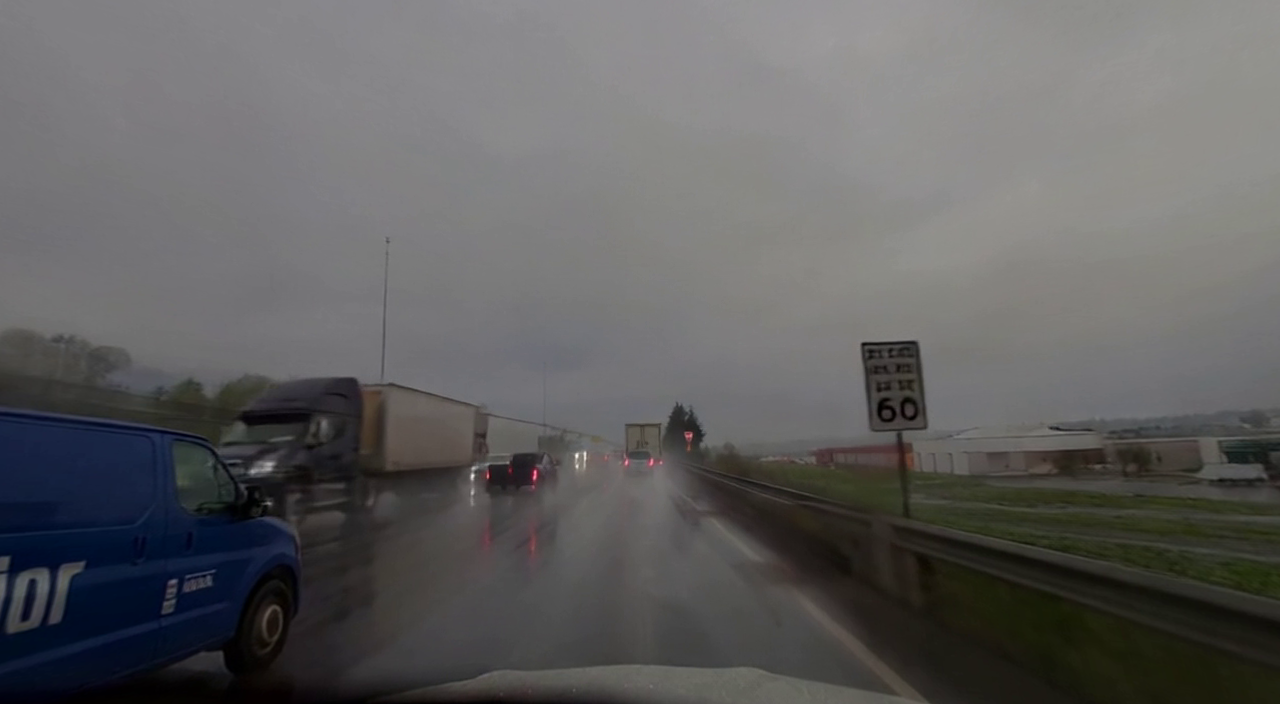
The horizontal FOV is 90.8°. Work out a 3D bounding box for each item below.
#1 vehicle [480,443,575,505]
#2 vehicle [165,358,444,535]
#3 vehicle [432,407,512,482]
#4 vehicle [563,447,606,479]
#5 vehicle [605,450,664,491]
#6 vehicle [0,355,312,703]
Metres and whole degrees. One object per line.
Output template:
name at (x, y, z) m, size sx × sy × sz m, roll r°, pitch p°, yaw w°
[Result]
vehicle at (-3.151, 3.501, 18.559) m, size 1.937 × 1.600 × 4.141 m, roll 0°, pitch -9°, yaw 1°
vehicle at (-6.888, 2.117, 14.376) m, size 2.633 × 3.064 × 6.542 m, roll -1°, pitch -8°, yaw 1°
vehicle at (-9.679, 5.451, 37.075) m, size 3.024 × 4.011 × 5.853 m, roll 0°, pitch -9°, yaw 0°
vehicle at (-3.023, 6.170, 35.243) m, size 1.994 × 1.663 × 4.047 m, roll 0°, pitch -9°, yaw 1°
vehicle at (-0.195, 4.488, 24.241) m, size 2.095 × 1.393 × 3.908 m, roll 0°, pitch -9°, yaw 0°
vehicle at (-3.107, 0.789, 1.521) m, size 2.117 × 1.688 × 4.582 m, roll 0°, pitch -9°, yaw 1°
